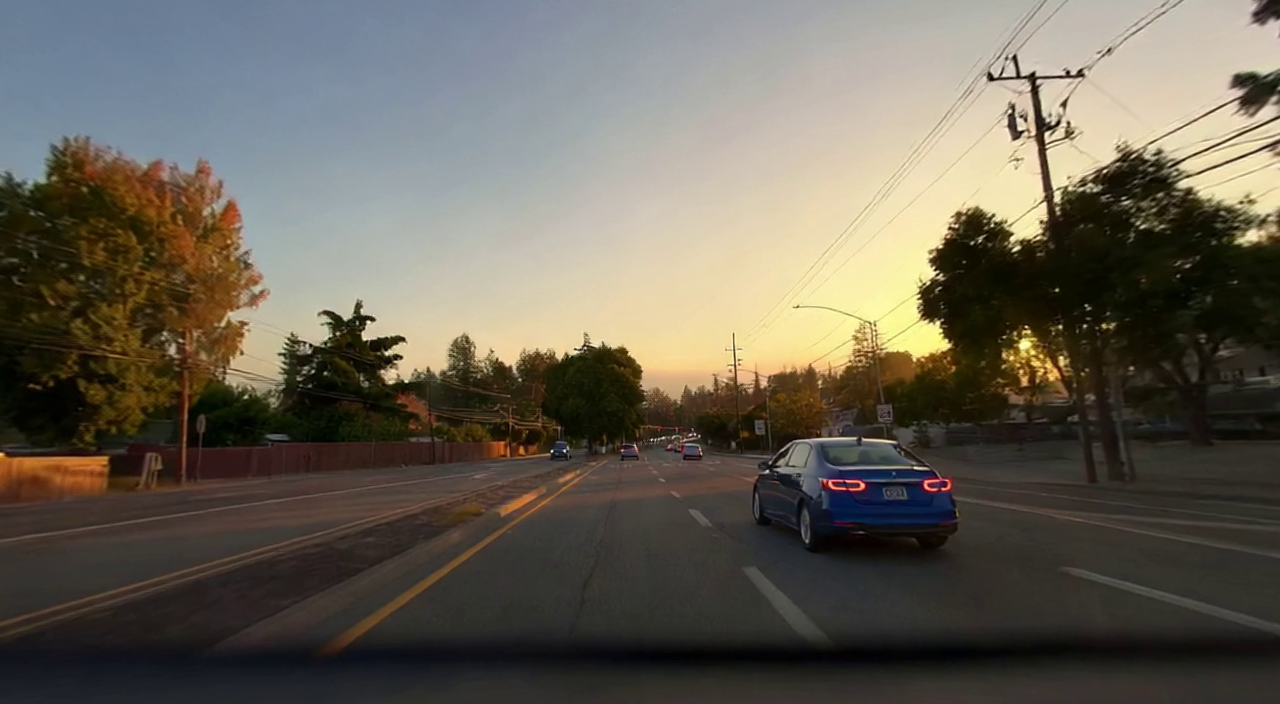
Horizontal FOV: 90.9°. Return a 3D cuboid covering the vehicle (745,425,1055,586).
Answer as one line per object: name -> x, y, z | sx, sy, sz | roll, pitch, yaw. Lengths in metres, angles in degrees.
vehicle -> 2.781, 1.741, 8.052 | 2.063, 1.481, 4.247 | 0, -8, -1
